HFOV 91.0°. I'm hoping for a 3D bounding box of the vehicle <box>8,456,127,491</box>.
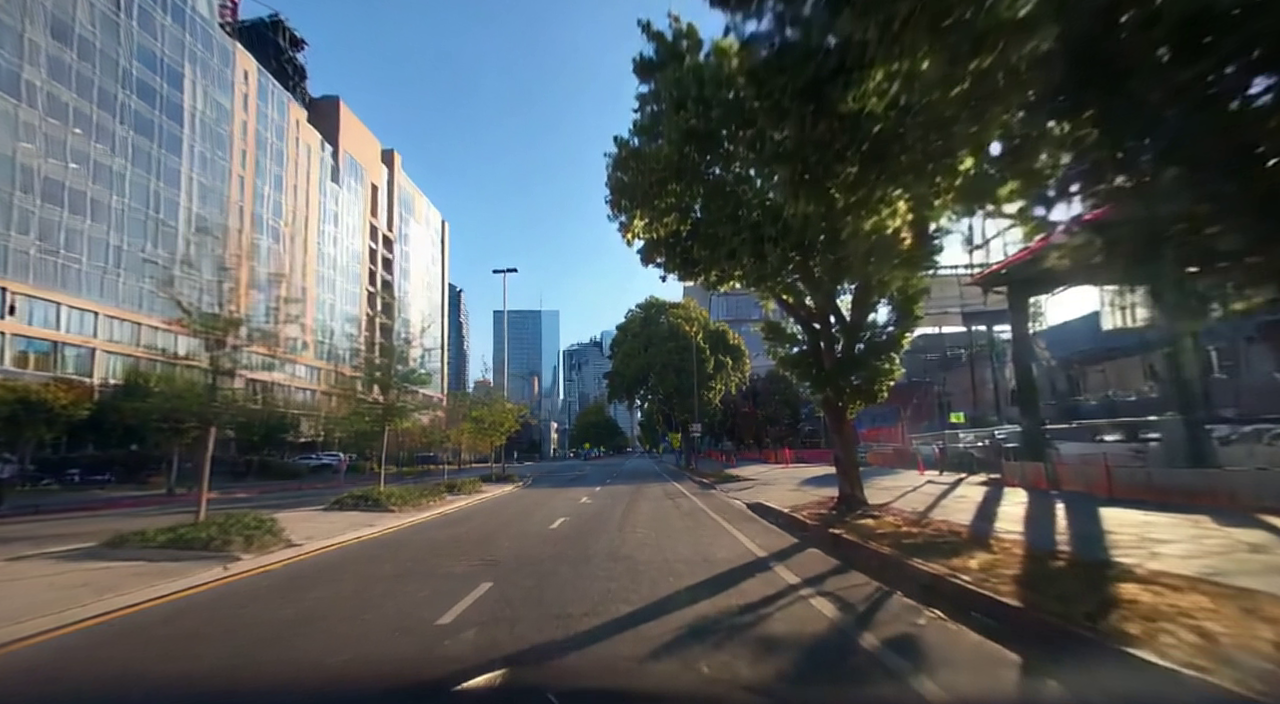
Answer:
[{"bbox_3d":[-25.665,5.450,28.300,3.580,1.435,1.805,0,-9,2],"label":"vehicle"}]
